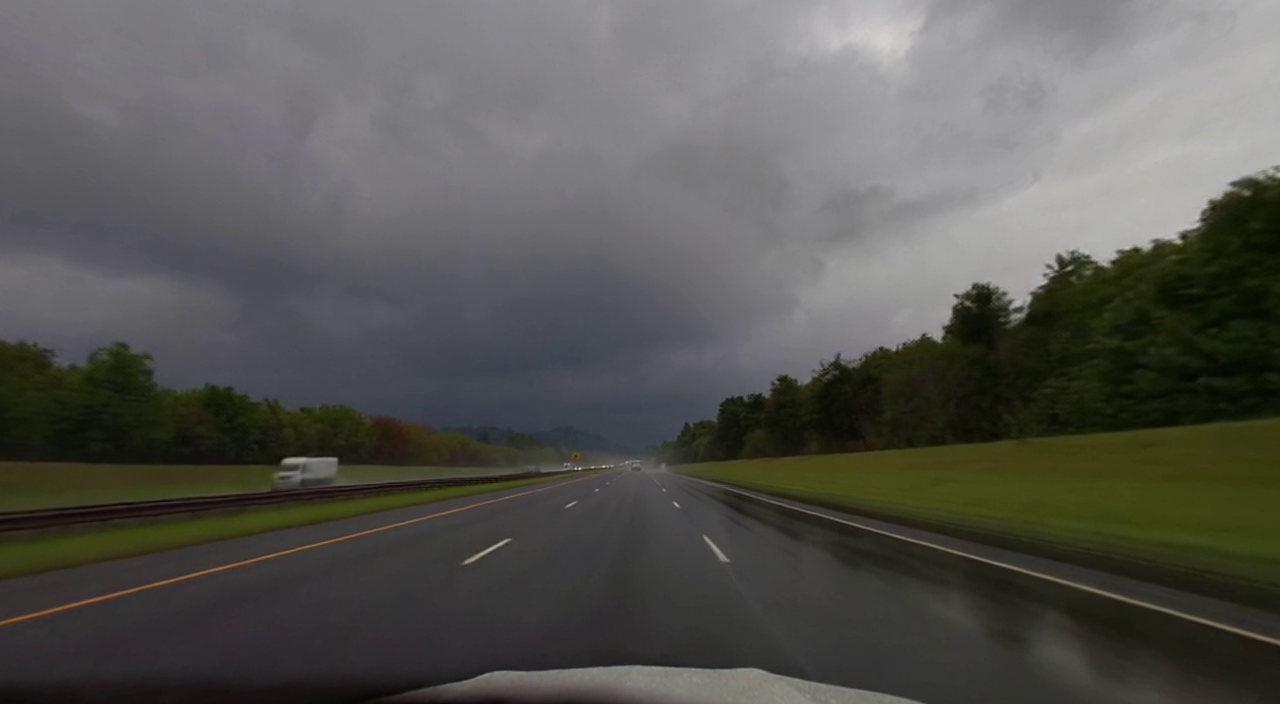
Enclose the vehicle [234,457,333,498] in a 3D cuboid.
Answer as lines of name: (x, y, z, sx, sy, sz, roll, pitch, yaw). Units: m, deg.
vehicle: (-18.047, 6.385, 32.234, 2.067, 1.886, 4.920, 1, -10, 1)
